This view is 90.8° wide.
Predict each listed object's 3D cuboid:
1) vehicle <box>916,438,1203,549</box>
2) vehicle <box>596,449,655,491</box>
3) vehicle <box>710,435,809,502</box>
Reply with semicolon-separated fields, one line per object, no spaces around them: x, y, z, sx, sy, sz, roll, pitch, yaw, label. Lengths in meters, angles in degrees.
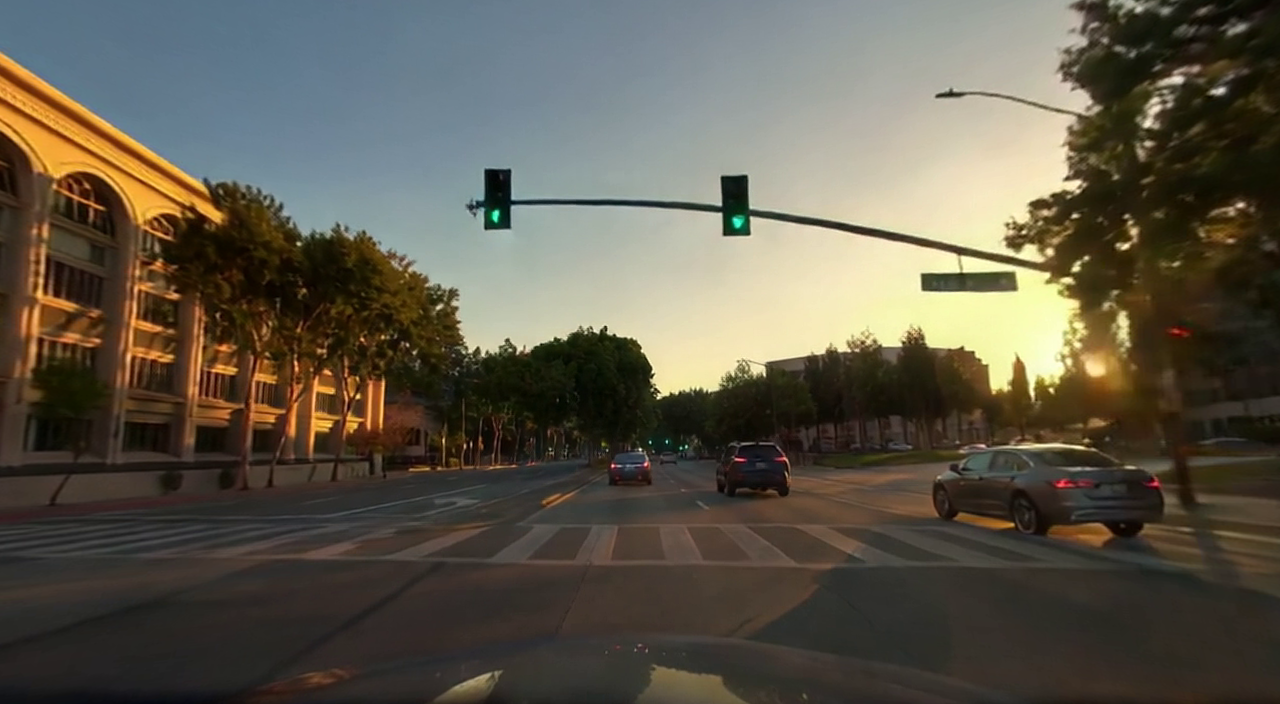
6.654;2.250;10.766;1.868;1.472;4.274;0;-9;-1;vehicle
-0.525;4.431;24.079;2.054;1.446;3.969;0;-9;-1;vehicle
3.414;3.428;18.979;2.036;1.757;4.300;0;-9;-1;vehicle
